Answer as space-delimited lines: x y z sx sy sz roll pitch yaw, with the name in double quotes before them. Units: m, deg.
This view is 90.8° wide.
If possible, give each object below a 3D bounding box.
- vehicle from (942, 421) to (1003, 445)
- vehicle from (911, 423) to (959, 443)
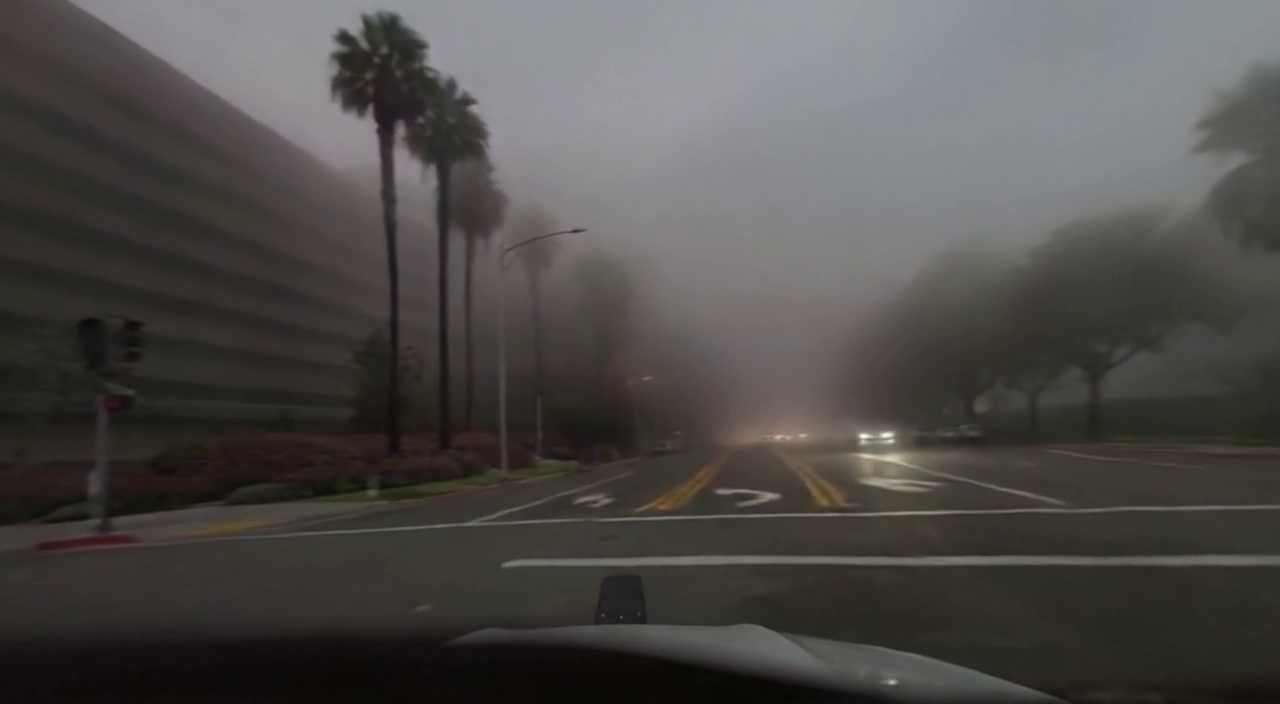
"vehicle" 21.880 5.370 41.790 1.870 1.456 4.605 -1 -8 5
"vehicle" 22.819 6.311 49.050 1.846 1.452 4.549 -1 -8 5
